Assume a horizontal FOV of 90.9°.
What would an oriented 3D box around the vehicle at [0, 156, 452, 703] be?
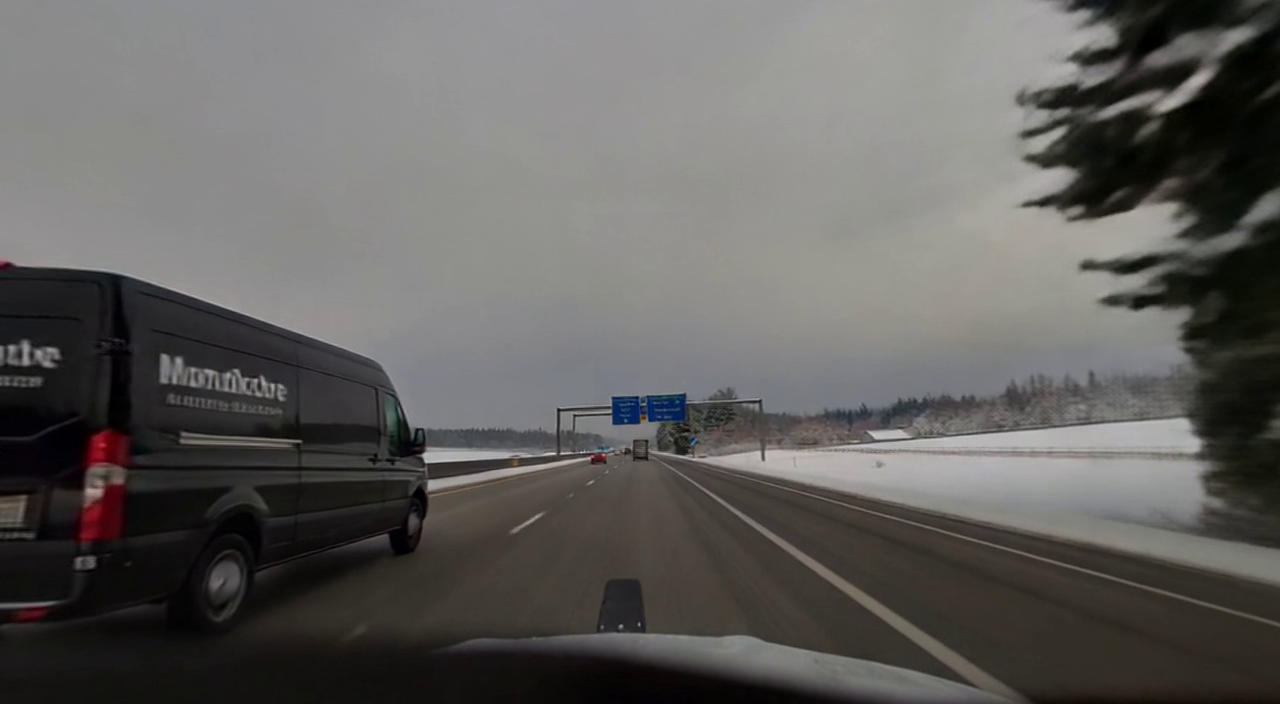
[{"bbox_3d":[-3.955,0.965,5.837,2.320,2.636,7.021,0,-9,-1],"label":"vehicle"}]
